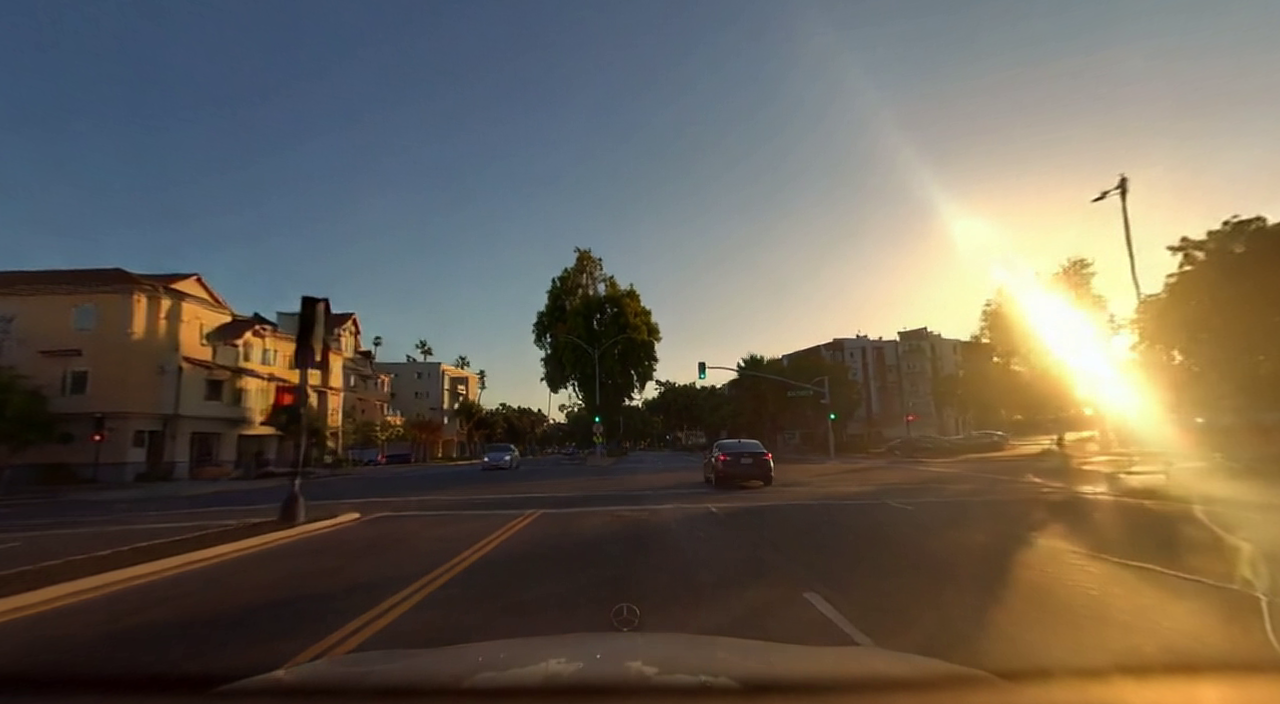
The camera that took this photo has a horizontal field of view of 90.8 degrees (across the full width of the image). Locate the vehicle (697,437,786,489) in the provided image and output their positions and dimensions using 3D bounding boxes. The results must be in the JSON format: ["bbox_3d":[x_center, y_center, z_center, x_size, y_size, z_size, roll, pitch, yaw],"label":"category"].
[{"bbox_3d":[3.044,3.443,19.916,1.964,1.448,4.295,0,-8,-2],"label":"vehicle"}]

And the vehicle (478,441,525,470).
[{"bbox_3d":[-8.849,6.631,40.724,2.010,1.718,4.443,0,-8,1],"label":"vehicle"}]
